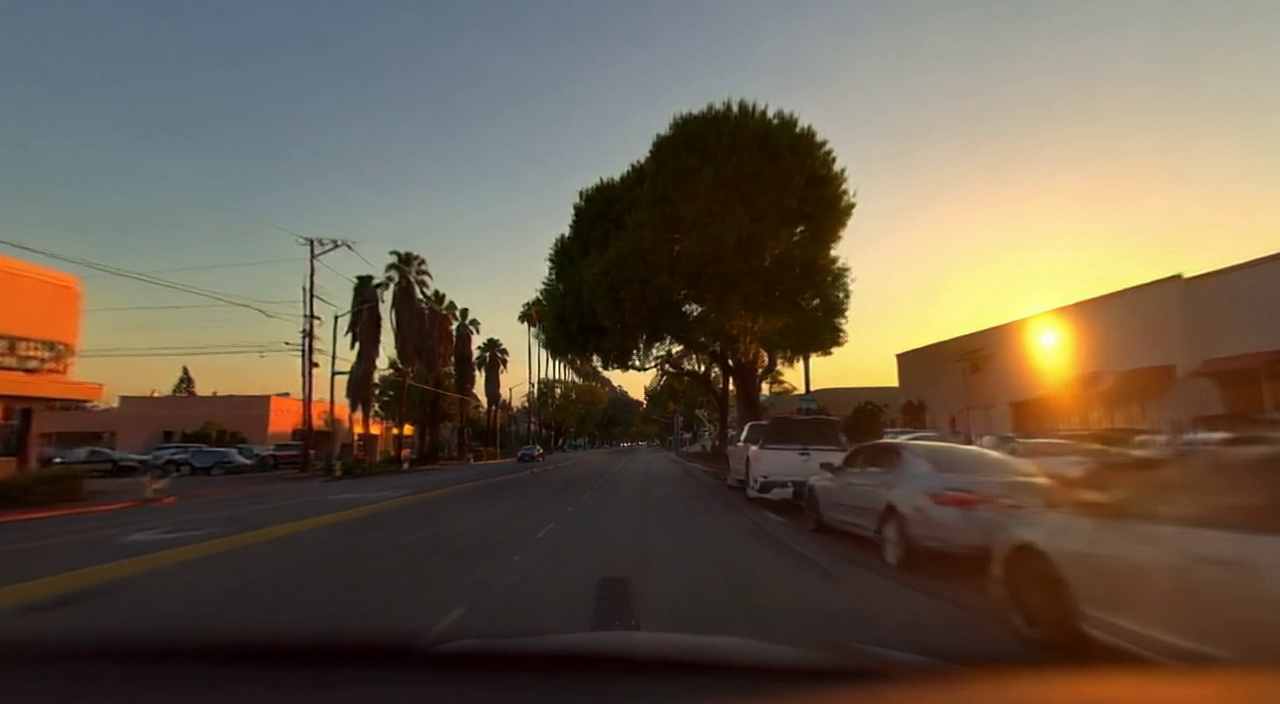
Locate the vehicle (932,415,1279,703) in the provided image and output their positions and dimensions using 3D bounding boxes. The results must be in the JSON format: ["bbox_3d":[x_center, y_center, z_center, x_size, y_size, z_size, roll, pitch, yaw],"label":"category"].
[{"bbox_3d":[3.343,1.109,2.713,2.046,1.588,4.508,0,-9,1],"label":"vehicle"}]

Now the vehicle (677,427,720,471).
[{"bbox_3d":[3.666,6.238,40.576,2.221,2.552,5.594,1,-9,0],"label":"vehicle"}]
